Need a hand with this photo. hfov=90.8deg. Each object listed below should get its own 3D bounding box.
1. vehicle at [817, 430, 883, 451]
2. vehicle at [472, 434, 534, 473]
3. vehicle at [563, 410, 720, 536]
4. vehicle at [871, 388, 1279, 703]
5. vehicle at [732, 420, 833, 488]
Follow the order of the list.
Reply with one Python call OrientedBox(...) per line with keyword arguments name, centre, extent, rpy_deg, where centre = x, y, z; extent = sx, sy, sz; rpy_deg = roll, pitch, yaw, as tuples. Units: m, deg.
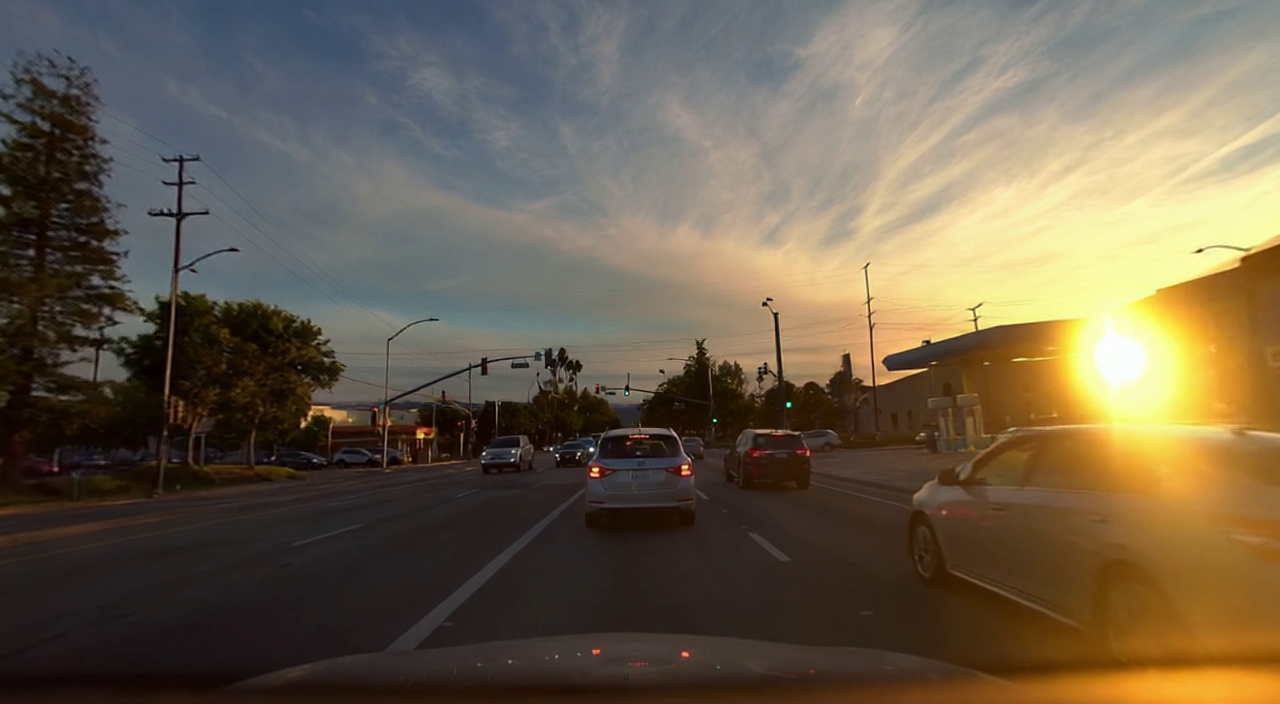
OrientedBox(name="vehicle", centre=(16.526, 7.025, 49.945), extent=(4.715, 1.582, 1.884), rpy_deg=(-2, -9, 11))
OrientedBox(name="vehicle", centre=(-6.400, 4.802, 30.124), extent=(1.994, 1.695, 4.471), rpy_deg=(0, -8, -1))
OrientedBox(name="vehicle", centre=(-0.039, 1.960, 10.742), extent=(2.164, 1.718, 3.881), rpy_deg=(0, -8, -2))
OrientedBox(name="vehicle", centre=(3.346, 1.146, 4.226), extent=(1.904, 1.472, 4.358), rpy_deg=(0, -8, -1))
OrientedBox(name="vehicle", centre=(4.177, 3.110, 19.489), extent=(2.116, 1.791, 5.006), rpy_deg=(-1, -8, 2))
